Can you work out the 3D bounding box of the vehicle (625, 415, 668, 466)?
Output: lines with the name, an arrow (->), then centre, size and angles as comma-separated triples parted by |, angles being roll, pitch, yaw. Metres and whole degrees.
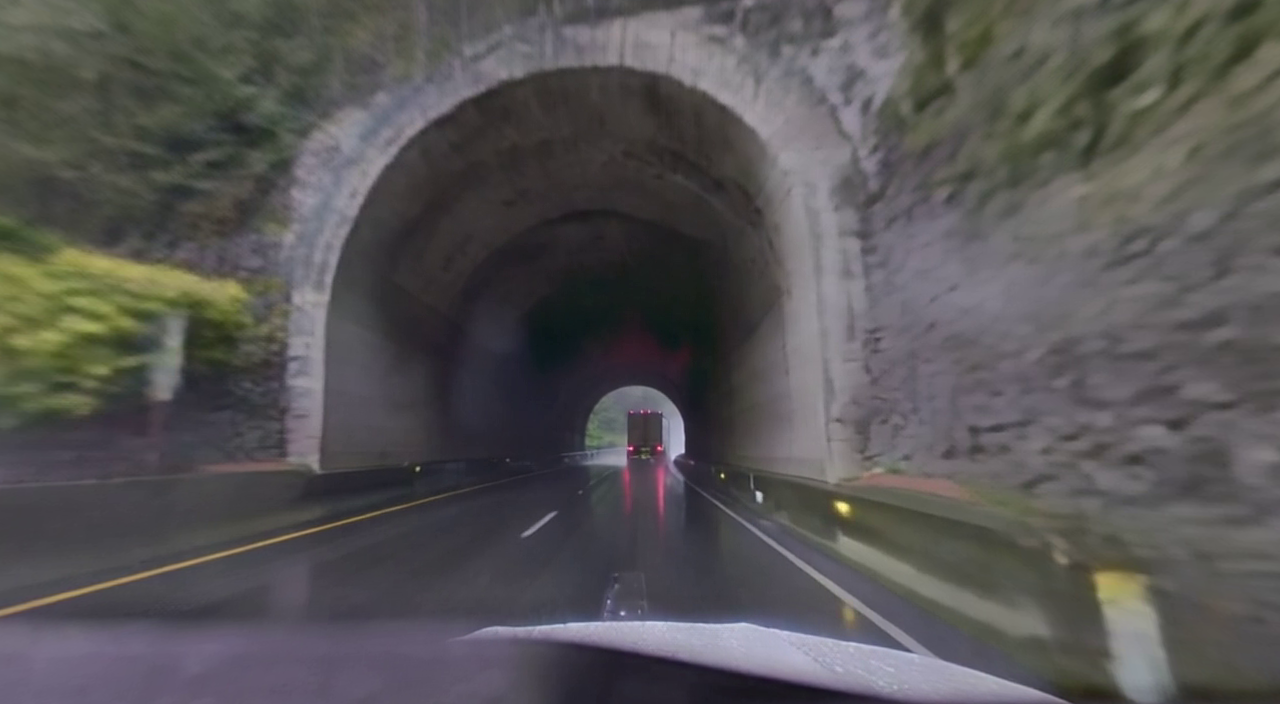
vehicle -> 0.612, 7.035, 49.535 | 2.915, 3.468, 11.233 | -1, -9, 2
